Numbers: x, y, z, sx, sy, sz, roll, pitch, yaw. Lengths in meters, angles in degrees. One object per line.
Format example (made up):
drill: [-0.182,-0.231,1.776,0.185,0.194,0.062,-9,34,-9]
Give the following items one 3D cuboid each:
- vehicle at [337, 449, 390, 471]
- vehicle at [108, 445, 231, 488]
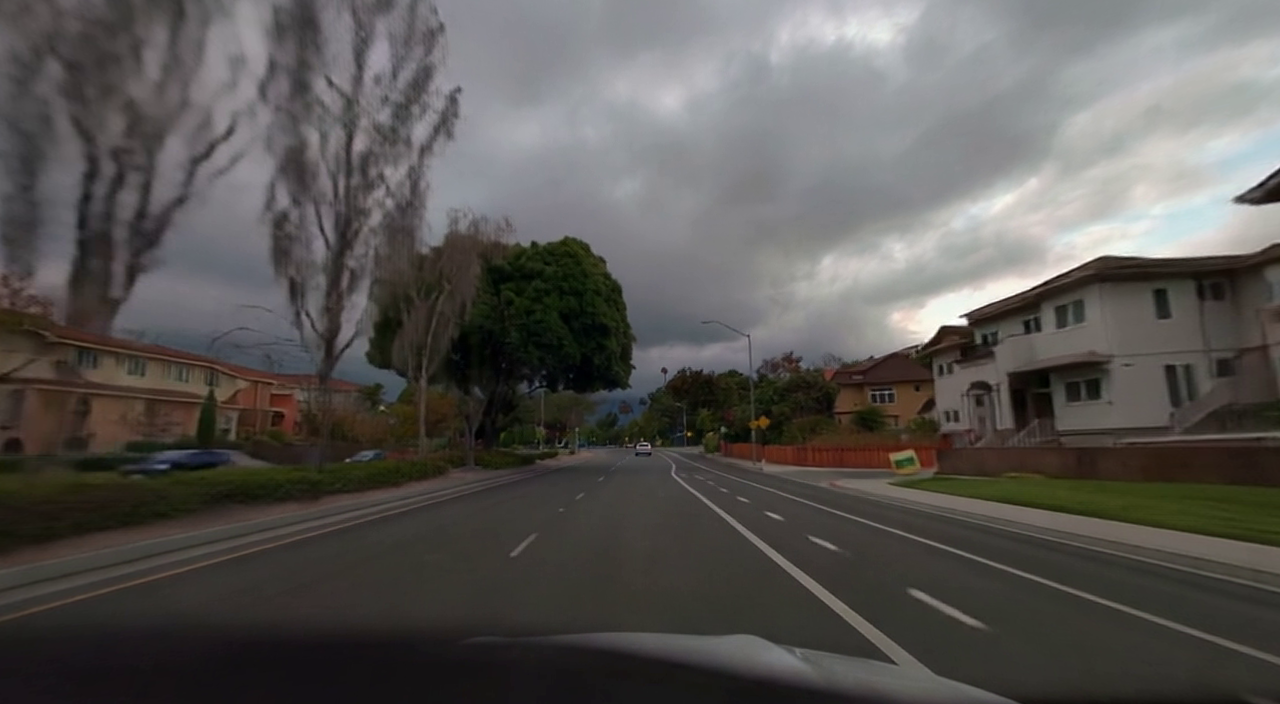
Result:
vehicle: [-20.182,7.880,46.337,1.834,1.464,4.490,0,-8,0]
vehicle: [-20.211,4.907,27.446,1.887,1.664,4.491,-1,-8,0]
